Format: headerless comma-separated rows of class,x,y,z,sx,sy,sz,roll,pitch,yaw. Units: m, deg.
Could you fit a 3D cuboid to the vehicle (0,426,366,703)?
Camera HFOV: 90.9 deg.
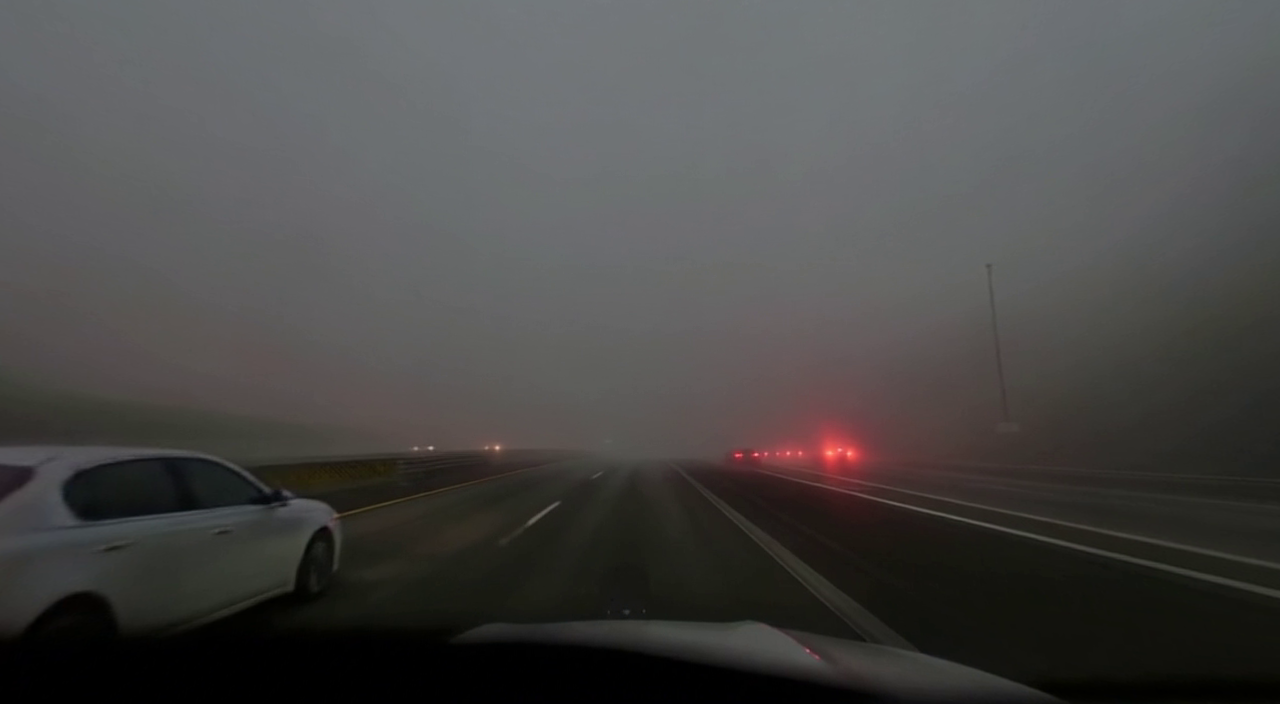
vehicle,-3.720,1.284,4.113,1.968,1.504,3.892,-1,-8,2
